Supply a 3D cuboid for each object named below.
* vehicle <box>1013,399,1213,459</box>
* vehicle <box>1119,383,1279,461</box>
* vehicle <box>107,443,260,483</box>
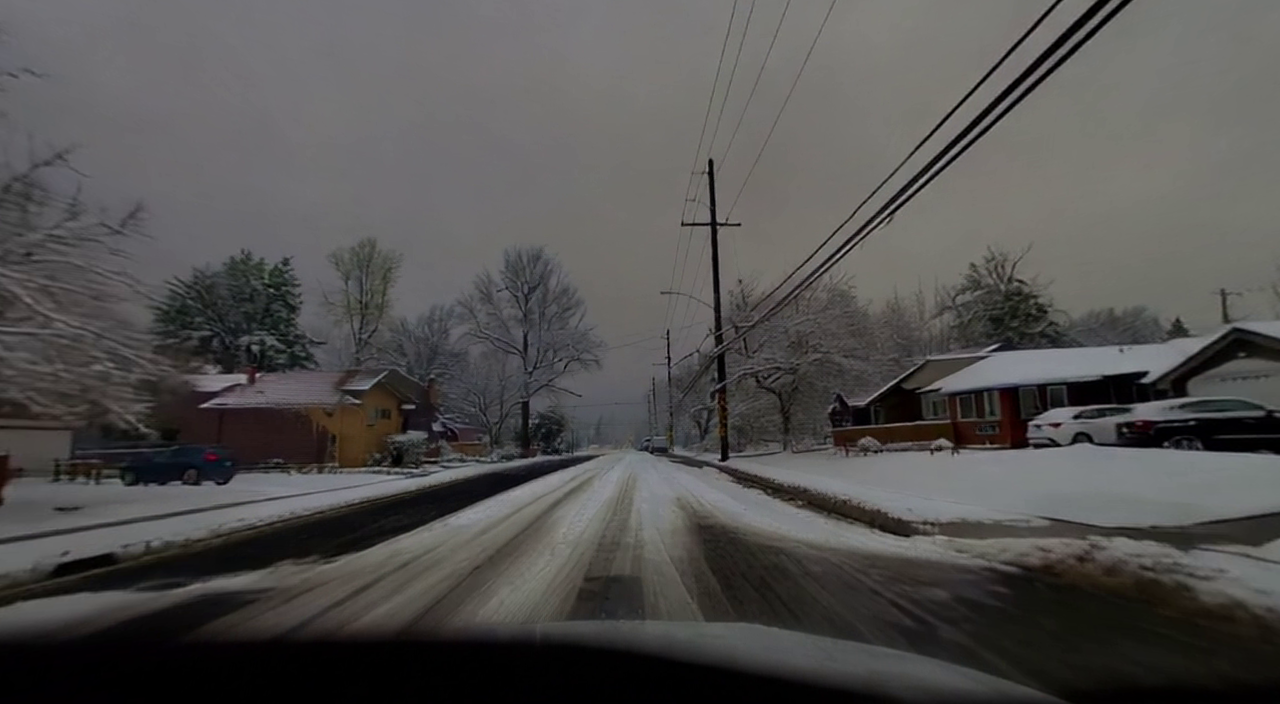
[{"bbox_3d":[14.540,2.415,19.594,4.672,1.732,2.020,1,-8,-6],"label":"vehicle"},{"bbox_3d":[15.258,1.794,16.040,4.562,1.832,1.987,0,-8,-3],"label":"vehicle"},{"bbox_3d":[-17.730,4.276,24.691,4.519,1.426,1.903,8,-12,-44],"label":"vehicle"}]
